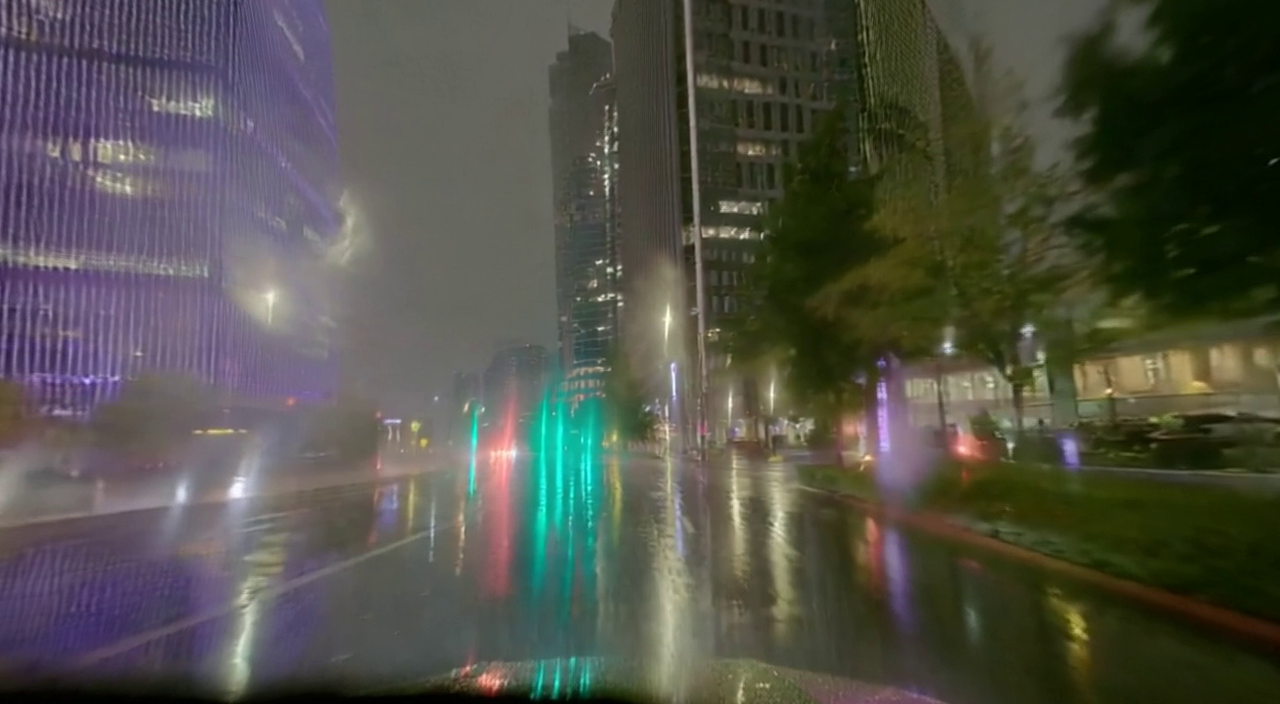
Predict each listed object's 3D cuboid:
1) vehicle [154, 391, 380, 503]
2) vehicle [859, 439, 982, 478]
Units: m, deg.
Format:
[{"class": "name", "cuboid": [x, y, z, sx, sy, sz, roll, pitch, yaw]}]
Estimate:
[{"class": "vehicle", "cuboid": [-14.372, 3.898, 25.970, 3.052, 3.601, 10.794, 1, -9, -2]}, {"class": "vehicle", "cuboid": [12.903, 4.934, 29.245, 4.728, 1.696, 1.973, 0, -9, 4]}]
